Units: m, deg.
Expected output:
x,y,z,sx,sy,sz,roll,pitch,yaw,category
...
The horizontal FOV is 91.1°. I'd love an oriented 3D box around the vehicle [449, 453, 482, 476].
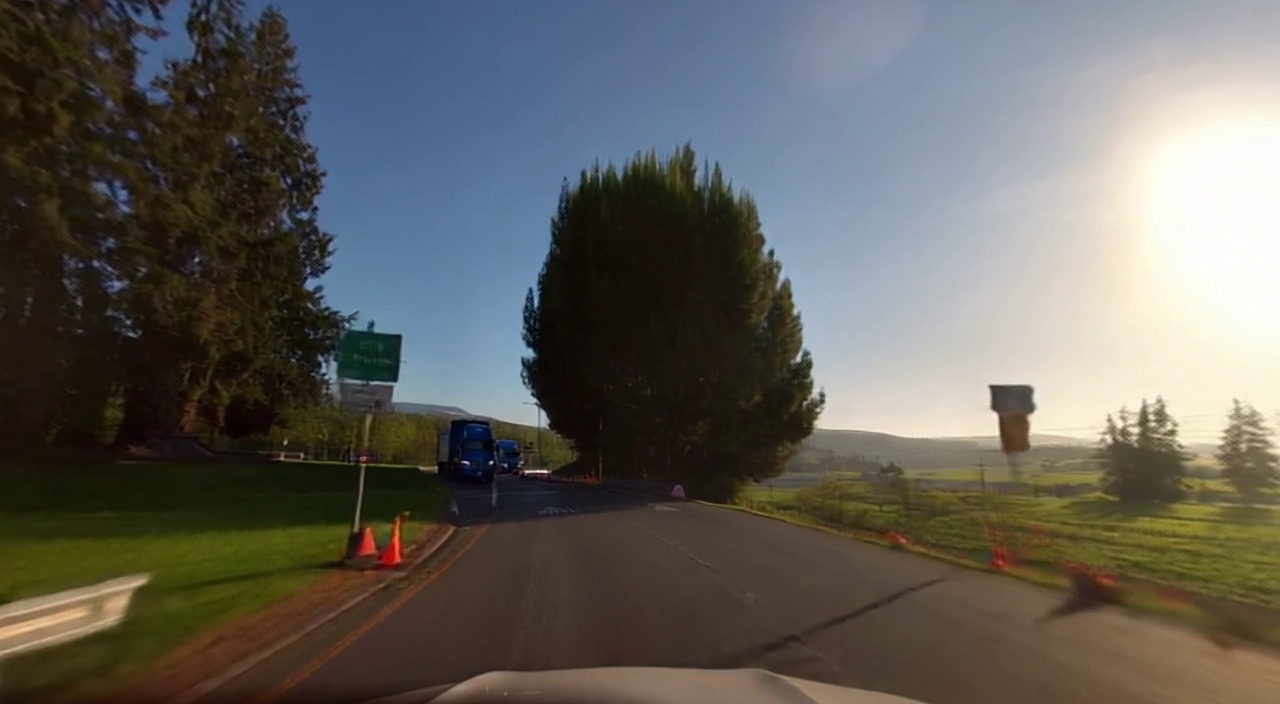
x,y,z,sx,sy,sz,roll,pitch,yaw,category
-11.992,7.752,43.228,2.039,1.536,3.648,3,-11,-15,vehicle
